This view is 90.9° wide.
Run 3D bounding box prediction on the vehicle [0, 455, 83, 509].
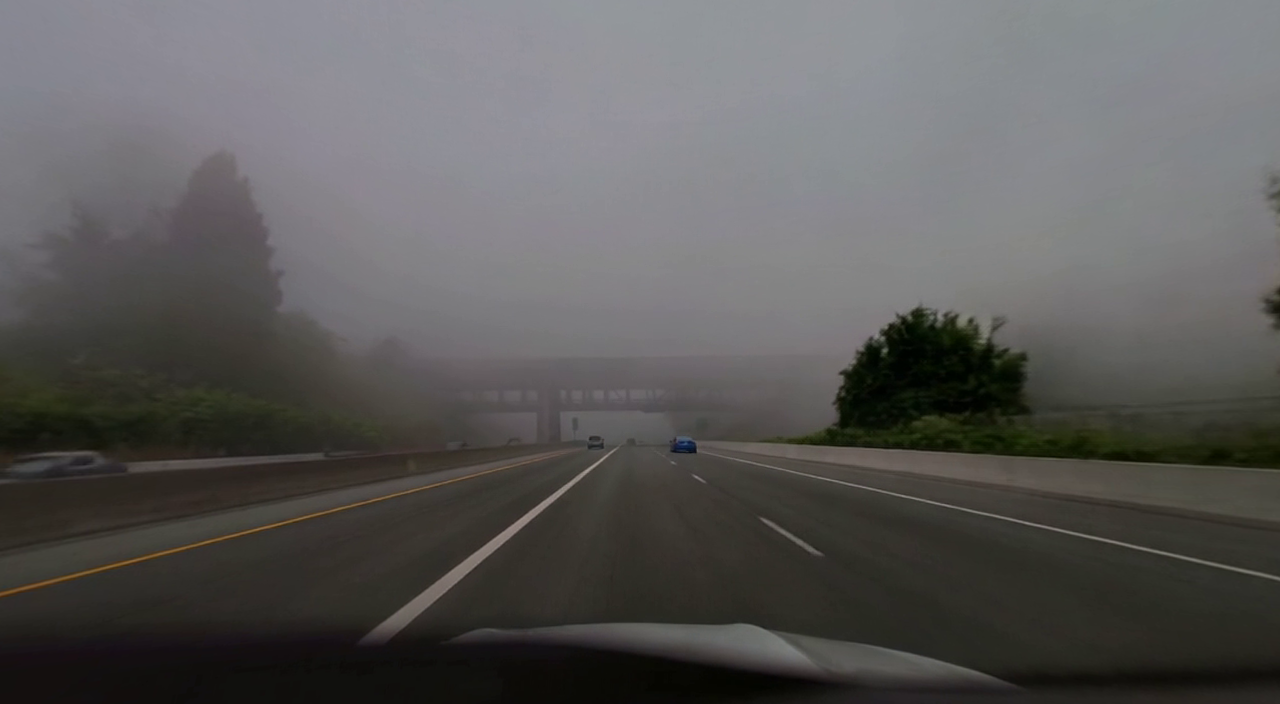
[{"bbox_3d":[-20.996,4.283,20.923,1.749,1.567,3.519,0,-8,-1],"label":"vehicle"}]
